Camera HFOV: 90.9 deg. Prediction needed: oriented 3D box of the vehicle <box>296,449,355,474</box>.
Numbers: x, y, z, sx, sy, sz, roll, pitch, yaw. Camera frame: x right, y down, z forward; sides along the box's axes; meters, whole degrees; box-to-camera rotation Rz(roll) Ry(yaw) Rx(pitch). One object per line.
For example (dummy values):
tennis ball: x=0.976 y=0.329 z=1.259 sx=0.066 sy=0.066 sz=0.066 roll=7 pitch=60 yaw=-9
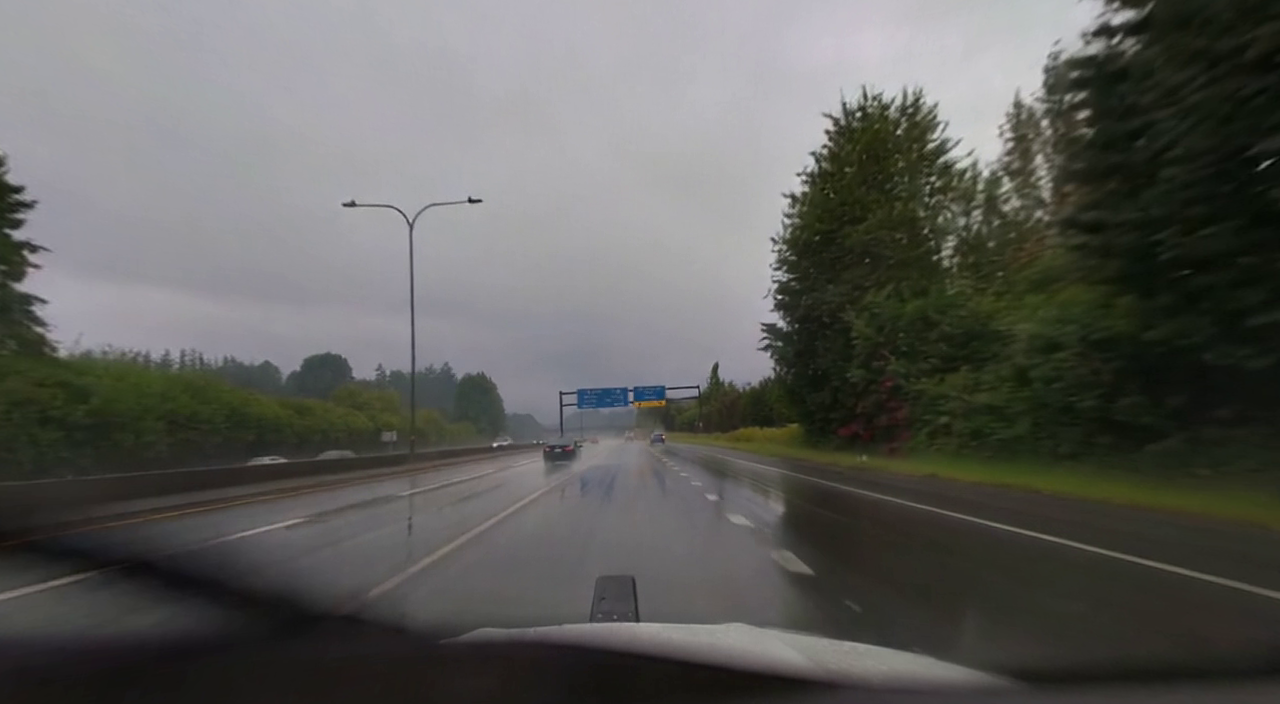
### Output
vehicle: x=-19.974 y=6.965 z=40.171 sx=1.794 sy=1.388 sz=3.768 roll=-1 pitch=-8 yaw=-1

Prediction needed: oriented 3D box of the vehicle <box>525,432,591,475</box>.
vehicle: x=-3.036 y=3.848 z=24.172 sx=2.000 sy=1.491 sz=3.913 roll=0 pitch=-8 yaw=0

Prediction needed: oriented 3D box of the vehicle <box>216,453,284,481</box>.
vehicle: x=-22.896 y=6.743 z=37.144 sx=1.641 sy=1.400 sz=3.729 roll=-1 pitch=-8 yaw=-1
